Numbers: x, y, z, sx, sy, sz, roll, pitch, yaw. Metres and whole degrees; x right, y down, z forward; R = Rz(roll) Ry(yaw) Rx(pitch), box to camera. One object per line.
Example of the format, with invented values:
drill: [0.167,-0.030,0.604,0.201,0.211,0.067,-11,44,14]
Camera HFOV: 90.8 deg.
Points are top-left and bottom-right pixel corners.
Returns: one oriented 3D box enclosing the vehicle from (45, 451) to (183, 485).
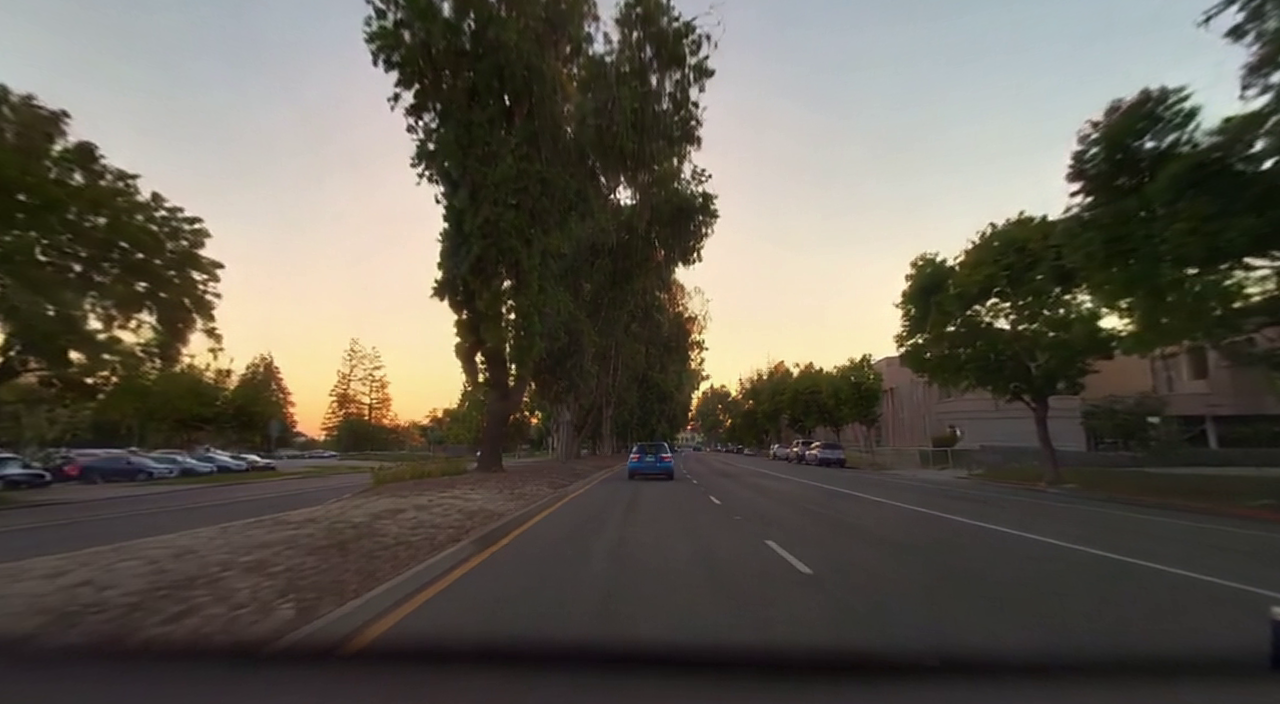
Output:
vehicle: [-23.974,5.284,28.939,4.490,1.407,1.864,1,-8,-6]

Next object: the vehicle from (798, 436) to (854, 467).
vehicle: [12.092,6.503,41.433,2.139,1.849,5.246,0,-8,1]

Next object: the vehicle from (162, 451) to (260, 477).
vehicle: [-25.836,6.733,38.183,4.453,1.472,1.873,1,-8,-7]

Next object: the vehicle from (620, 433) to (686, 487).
vehicle: [0.464,3.774,22.397,2.085,1.693,4.301,0,-8,1]

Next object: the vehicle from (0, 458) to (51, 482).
vehicle: [-41.997,7.764,41.669,4.109,1.496,1.929,1,-8,-9]
